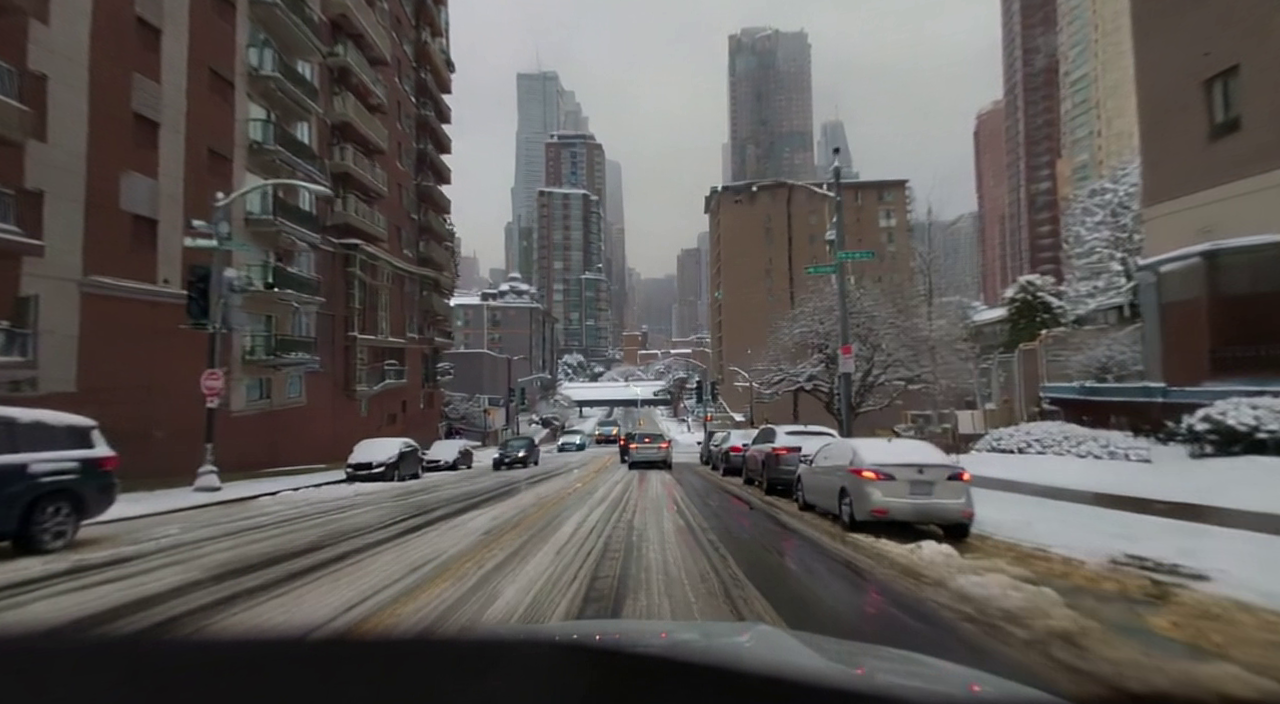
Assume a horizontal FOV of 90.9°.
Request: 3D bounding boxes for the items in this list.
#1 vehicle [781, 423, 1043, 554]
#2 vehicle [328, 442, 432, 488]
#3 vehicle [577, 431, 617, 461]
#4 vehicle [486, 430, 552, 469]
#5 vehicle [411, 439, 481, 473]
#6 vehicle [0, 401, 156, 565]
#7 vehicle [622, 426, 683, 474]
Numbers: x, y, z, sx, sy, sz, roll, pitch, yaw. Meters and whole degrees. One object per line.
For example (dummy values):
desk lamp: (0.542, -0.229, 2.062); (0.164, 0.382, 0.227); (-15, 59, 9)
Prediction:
vehicle: (3.599, 1.891, 9.470); (2.033, 1.470, 4.502); (0, -8, 2)
vehicle: (-9.256, 4.028, 22.904); (2.021, 1.474, 4.337); (0, -8, -2)
vehicle: (-2.653, 5.968, 39.997); (2.219, 1.746, 4.197); (0, -8, 0)
vehicle: (-6.075, 4.976, 32.352); (2.345, 1.831, 4.828); (0, -8, 1)
vehicle: (-9.357, 5.050, 30.799); (2.002, 1.546, 4.339); (0, -8, 0)
vehicle: (-9.266, 1.608, 7.619); (2.457, 2.048, 5.461); (0, -8, 0)
vehicle: (0.500, 3.929, 25.441); (2.261, 1.740, 4.065); (0, -8, 1)
